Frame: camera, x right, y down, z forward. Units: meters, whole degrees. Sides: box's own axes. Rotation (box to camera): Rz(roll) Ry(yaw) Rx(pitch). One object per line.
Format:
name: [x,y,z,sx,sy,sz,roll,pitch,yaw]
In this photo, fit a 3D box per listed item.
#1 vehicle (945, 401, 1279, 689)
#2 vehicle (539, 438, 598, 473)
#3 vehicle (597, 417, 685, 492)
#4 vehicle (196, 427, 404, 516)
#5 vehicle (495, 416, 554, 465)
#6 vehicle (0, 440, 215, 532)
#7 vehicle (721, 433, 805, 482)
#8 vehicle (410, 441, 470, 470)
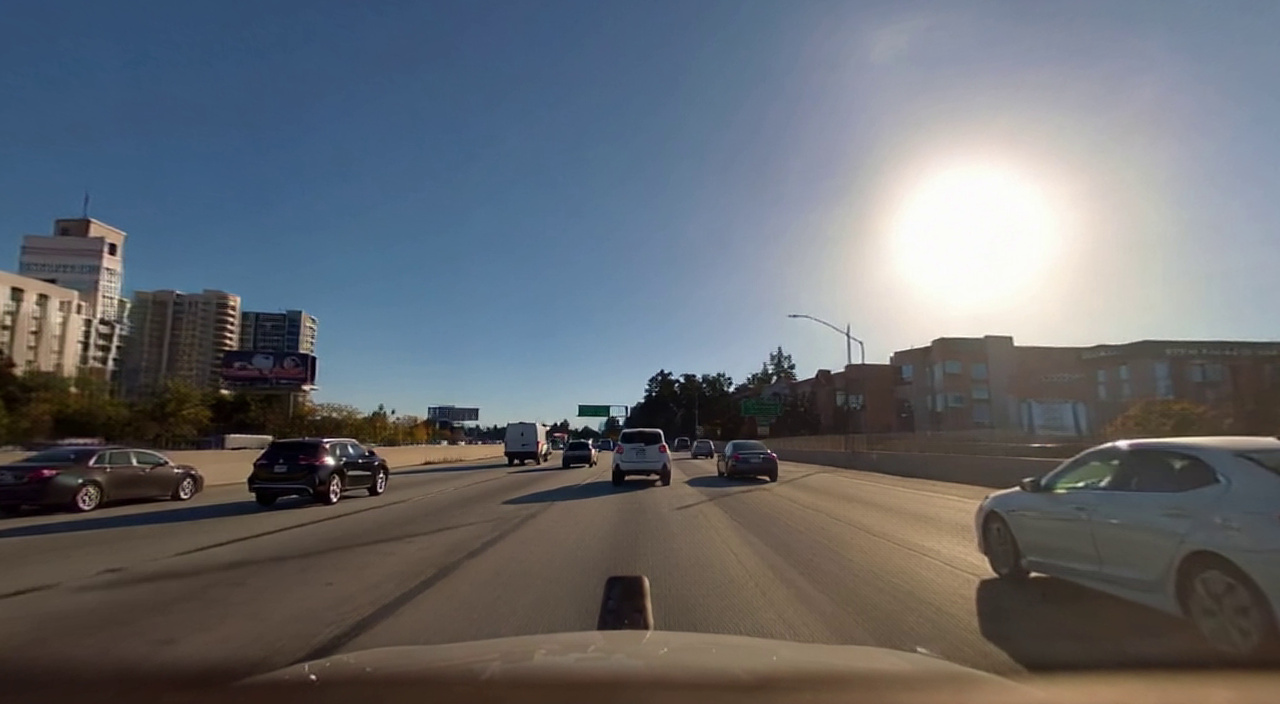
vehicle: [4.280,1.181,4.489,1.915,1.482,4.537,0,-8,0]
vehicle: [-3.258,4.792,29.542,2.079,1.499,4.512,0,-8,2]
vehicle: [0.060,2.926,18.243,2.209,1.863,4.626,0,-8,1]
vehicle: [-7.148,2.542,13.952,2.021,1.632,4.417,0,-8,2]
vehicle: [-7.077,5.569,39.647,2.358,2.817,7.055,0,-8,0]
vehicle: [-10.960,2.470,12.373,1.970,1.441,4.555,0,-8,1]
vehicle: [4.029,3.536,21.486,1.942,1.487,4.518,0,-8,0]
vehicle: [-10.930,5.674,34.758,1.923,1.480,3.905,0,-8,1]
